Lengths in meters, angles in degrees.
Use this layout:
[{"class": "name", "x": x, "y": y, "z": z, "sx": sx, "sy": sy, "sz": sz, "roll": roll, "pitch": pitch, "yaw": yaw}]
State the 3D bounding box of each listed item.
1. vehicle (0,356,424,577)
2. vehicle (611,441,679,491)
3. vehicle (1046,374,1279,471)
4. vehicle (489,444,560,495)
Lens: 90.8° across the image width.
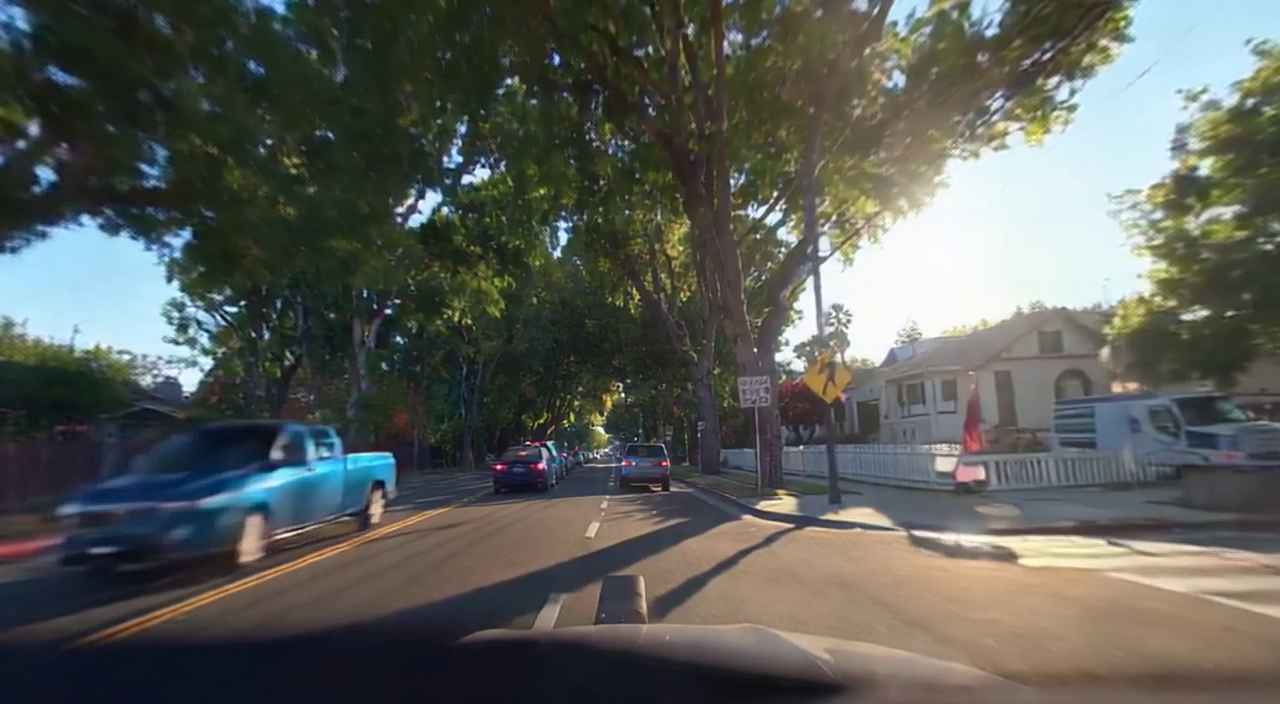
[{"class": "vehicle", "x": -6.648, "y": 1.965, "z": 11.725, "sx": 2.920, "sy": 2.707, "sz": 7.670, "roll": 0, "pitch": -9, "yaw": -3}, {"class": "vehicle", "x": 0.073, "y": 4.223, "z": 23.813, "sx": 2.258, "sy": 1.682, "sz": 4.635, "roll": 0, "pitch": -9, "yaw": -3}, {"class": "vehicle", "x": 16.170, "y": 2.209, "z": 19.181, "sx": 6.115, "sy": 2.590, "sz": 2.371, "roll": -6, "pitch": -10, "yaw": 35}, {"class": "vehicle", "x": -3.782, "y": 3.907, "z": 21.479, "sx": 1.919, "sy": 1.501, "sz": 4.509, "roll": 1, "pitch": -9, "yaw": -5}]
